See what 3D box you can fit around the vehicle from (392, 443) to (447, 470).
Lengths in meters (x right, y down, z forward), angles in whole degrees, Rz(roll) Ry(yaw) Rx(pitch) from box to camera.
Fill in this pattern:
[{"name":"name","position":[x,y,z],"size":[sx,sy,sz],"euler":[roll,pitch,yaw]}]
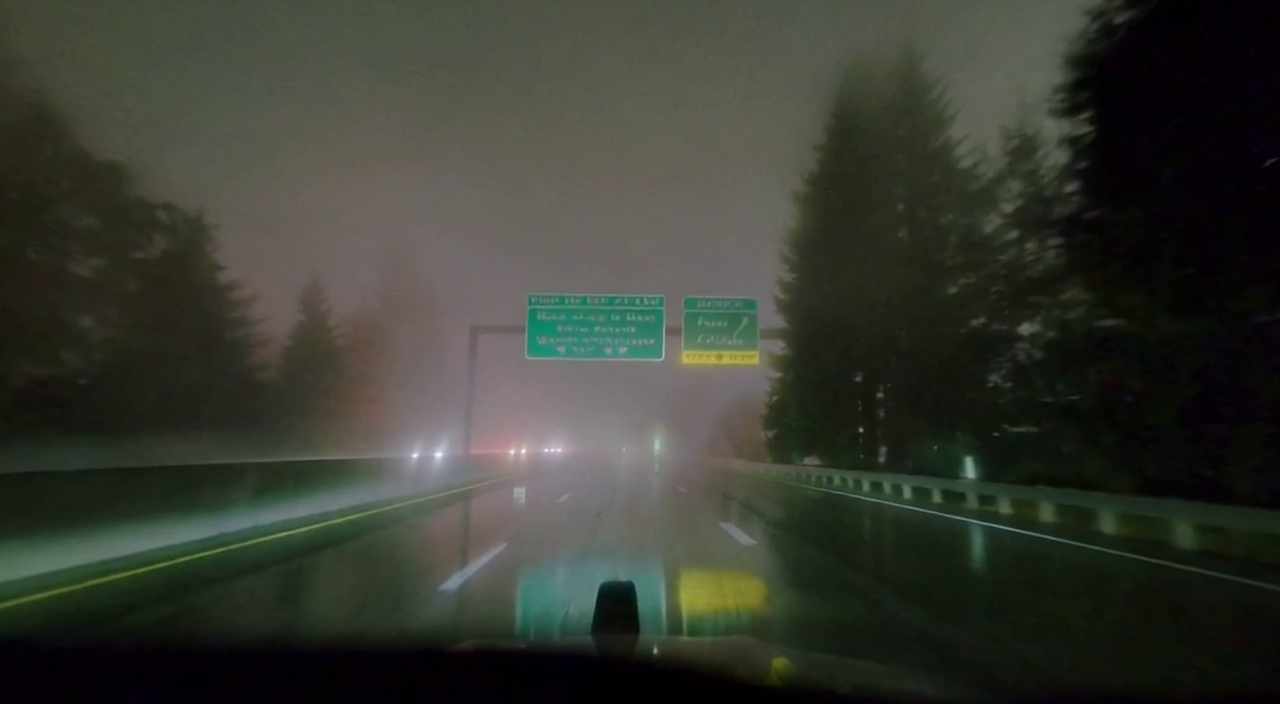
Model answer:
[{"name":"vehicle","position":[-12.883,6.101,36.814],"size":[1.788,1.478,3.988],"euler":[0,-9,0]}]
